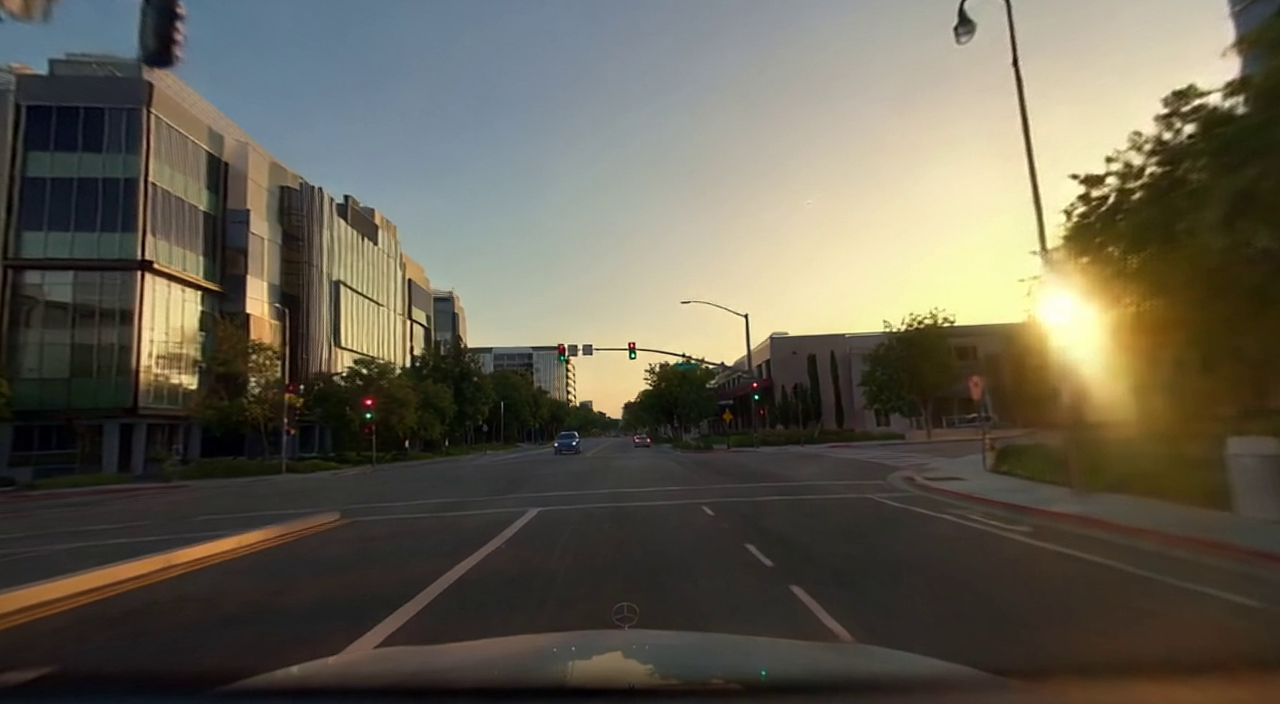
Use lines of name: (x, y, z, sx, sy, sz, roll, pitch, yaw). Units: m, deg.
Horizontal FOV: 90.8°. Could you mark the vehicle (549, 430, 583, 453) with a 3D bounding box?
vehicle: (-5.579, 6.838, 48.099, 1.988, 1.666, 4.074, 0, -8, 1)
